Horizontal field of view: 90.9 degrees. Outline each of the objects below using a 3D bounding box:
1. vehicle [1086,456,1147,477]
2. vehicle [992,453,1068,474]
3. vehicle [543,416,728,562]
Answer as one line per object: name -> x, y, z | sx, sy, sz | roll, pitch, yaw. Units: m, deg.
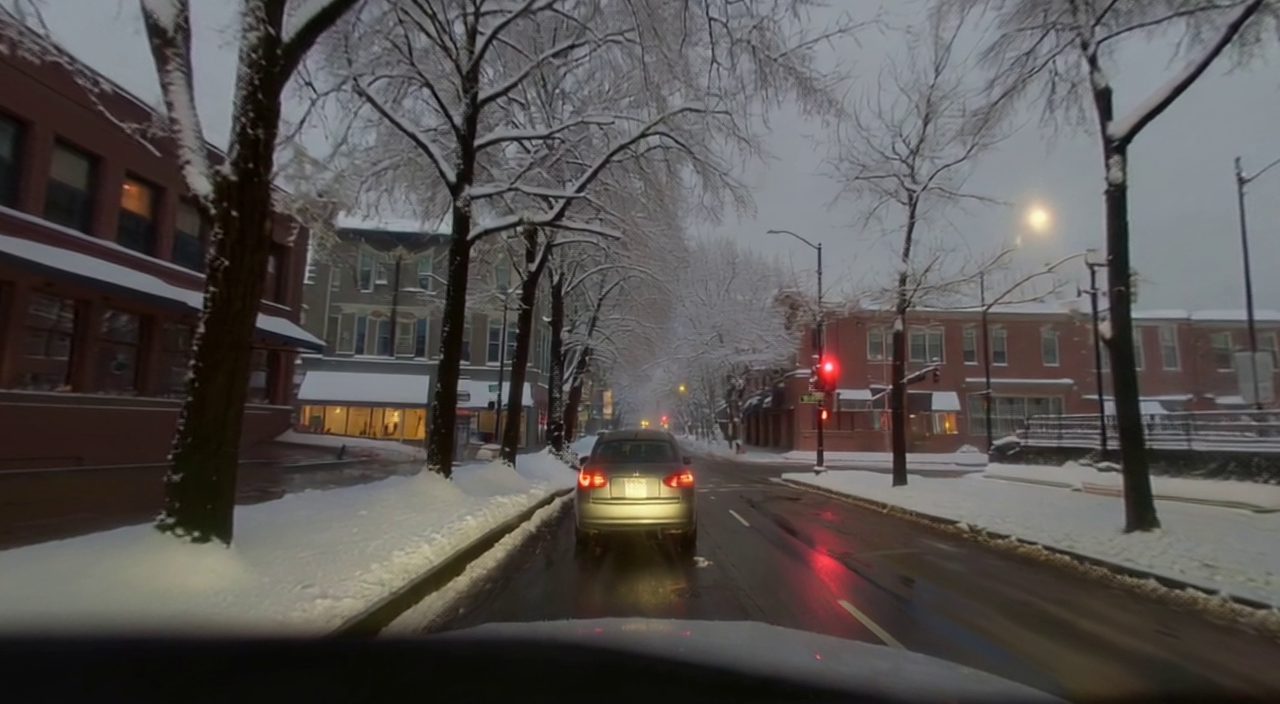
vehicle -> 36.489, 8.750, 48.278 | 3.445, 1.363, 1.608 | 3, -7, -1
vehicle -> 29.772, 8.493, 48.159 | 4.668, 1.441, 1.904 | 1, -9, -6
vehicle -> -0.082, 1.834, 9.110 | 2.079, 1.621, 3.861 | 0, -8, -1
